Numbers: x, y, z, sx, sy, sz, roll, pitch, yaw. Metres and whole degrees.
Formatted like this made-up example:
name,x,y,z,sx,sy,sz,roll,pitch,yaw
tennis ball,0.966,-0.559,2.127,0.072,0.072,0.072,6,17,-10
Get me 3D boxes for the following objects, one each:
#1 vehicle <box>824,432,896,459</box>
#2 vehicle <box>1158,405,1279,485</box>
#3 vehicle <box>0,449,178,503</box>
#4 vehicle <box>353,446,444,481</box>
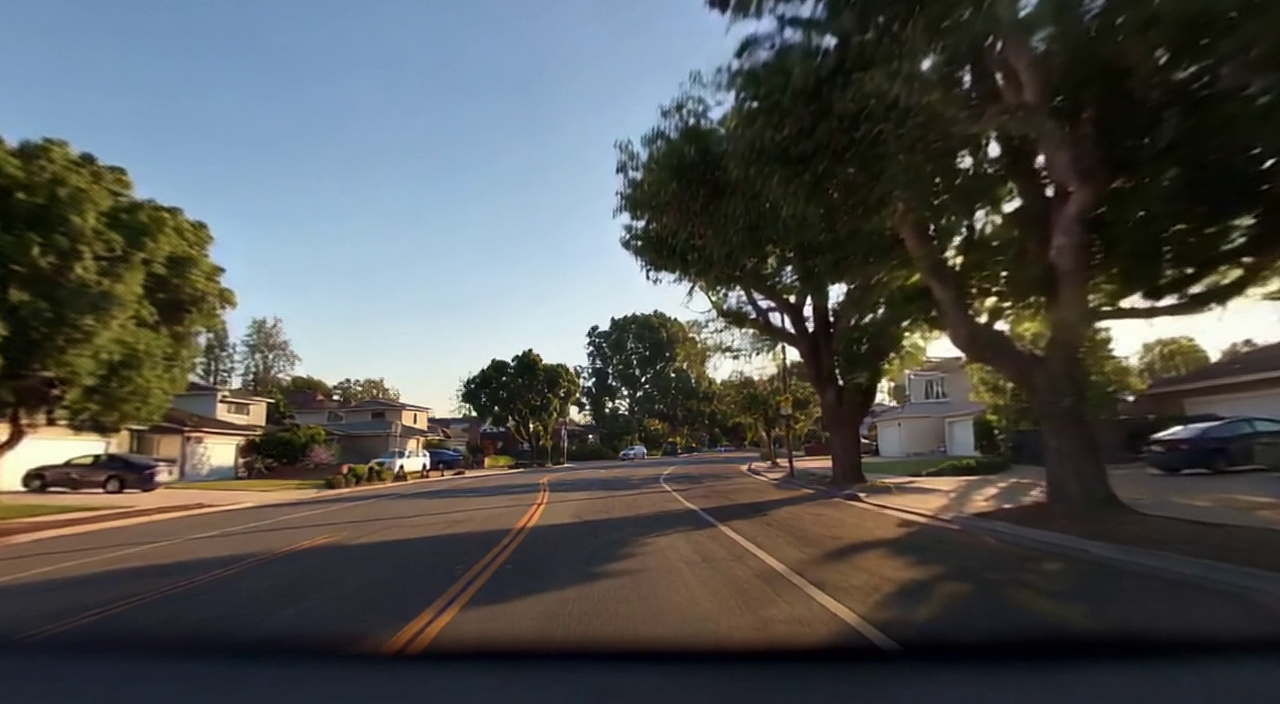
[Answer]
name,x,y,z,sx,sy,sz,roll,pitch,yaw
vehicle,17.258,7.385,49.795,5.073,1.729,2.161,-6,-11,16
vehicle,15.108,2.161,14.756,4.069,1.751,1.899,-3,-9,12
vehicle,-20.688,4.558,23.512,5.166,1.847,2.049,0,-9,-5
vehicle,-14.810,6.878,39.368,2.418,1.969,6.615,-2,-9,7
